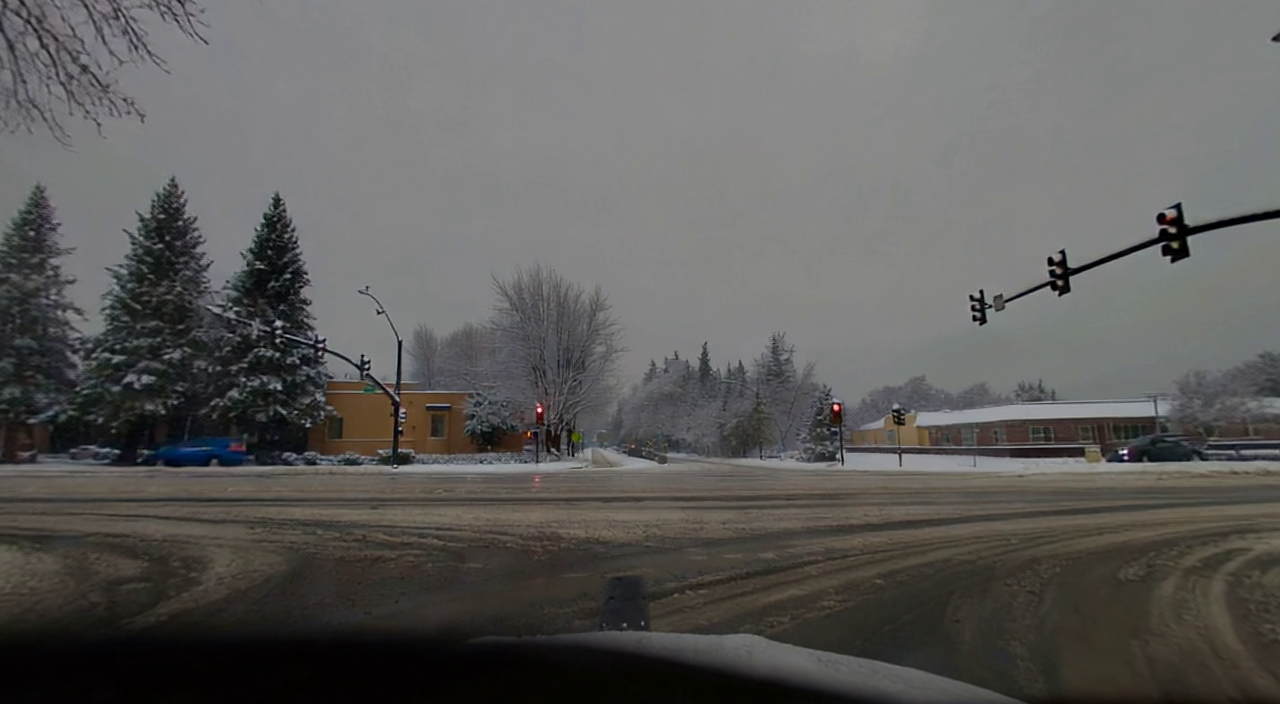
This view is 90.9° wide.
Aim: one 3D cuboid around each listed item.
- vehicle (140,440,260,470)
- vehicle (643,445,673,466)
[{"bbox_3d":[-22.121,5.198,31.813,4.681,1.465,1.820,0,-9,1],"label":"vehicle"},{"bbox_3d":[1.279,7.631,46.465,2.132,1.449,4.235,0,-9,0],"label":"vehicle"}]
